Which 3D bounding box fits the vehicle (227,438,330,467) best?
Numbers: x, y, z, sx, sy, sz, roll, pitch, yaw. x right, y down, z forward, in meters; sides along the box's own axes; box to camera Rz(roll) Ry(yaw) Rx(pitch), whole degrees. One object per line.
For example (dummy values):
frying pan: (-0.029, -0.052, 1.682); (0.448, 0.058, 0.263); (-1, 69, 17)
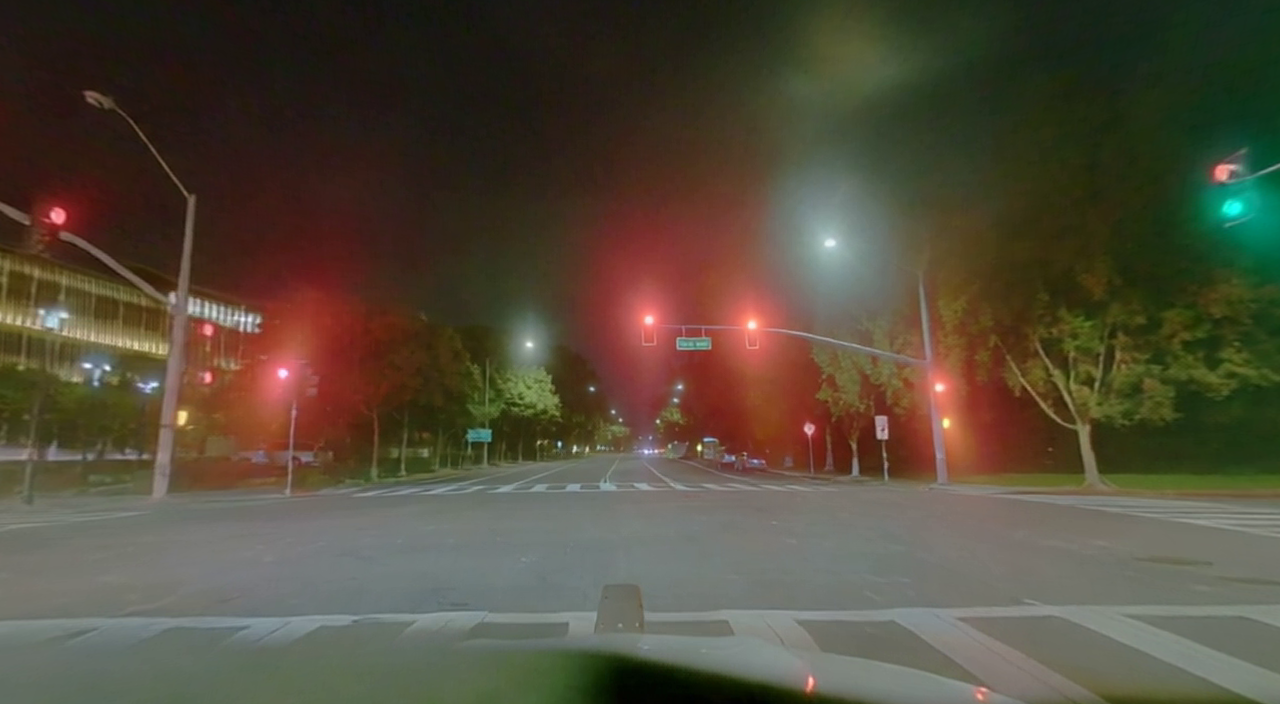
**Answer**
vehicle: (-21.048, 5.872, 36.963); (4.765, 1.593, 1.891); (1, -8, -6)
